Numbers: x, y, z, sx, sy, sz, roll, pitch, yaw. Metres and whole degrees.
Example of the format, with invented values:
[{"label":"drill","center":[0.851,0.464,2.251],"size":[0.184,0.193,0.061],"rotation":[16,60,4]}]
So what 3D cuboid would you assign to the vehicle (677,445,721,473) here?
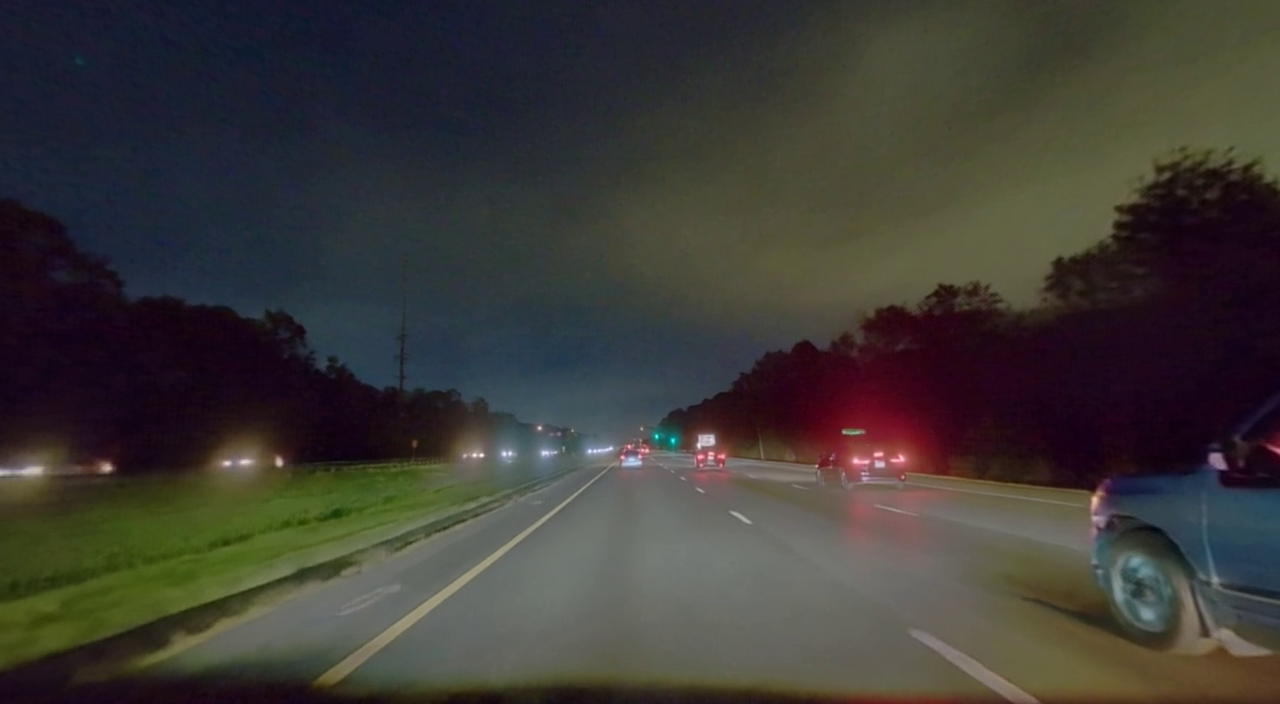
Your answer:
[{"label":"vehicle","center":[3.313,6.091,36.145],"size":[1.978,1.488,4.252],"rotation":[0,-8,-2]}]

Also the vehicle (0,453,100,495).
[{"label":"vehicle","center":[-24.633,4.821,25.341],"size":[1.913,1.482,4.512],"rotation":[0,-8,0]}]

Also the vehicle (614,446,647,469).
[{"label":"vehicle","center":[-0.605,6.922,41.628],"size":[2.085,1.449,3.860],"rotation":[0,-8,-1]}]

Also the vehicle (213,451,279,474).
[{"label":"vehicle","center":[-29.059,8.151,46.806],"size":[2.040,1.608,4.477],"rotation":[0,-8,-1]}]

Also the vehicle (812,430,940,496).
[{"label":"vehicle","center":[7.250,3.457,20.071],"size":[2.114,1.800,4.779],"rotation":[0,-8,-1]}]

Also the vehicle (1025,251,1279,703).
[{"label":"vehicle","center":[3.655,0.400,0.778],"size":[2.461,2.013,6.075],"rotation":[0,-8,-1]}]
